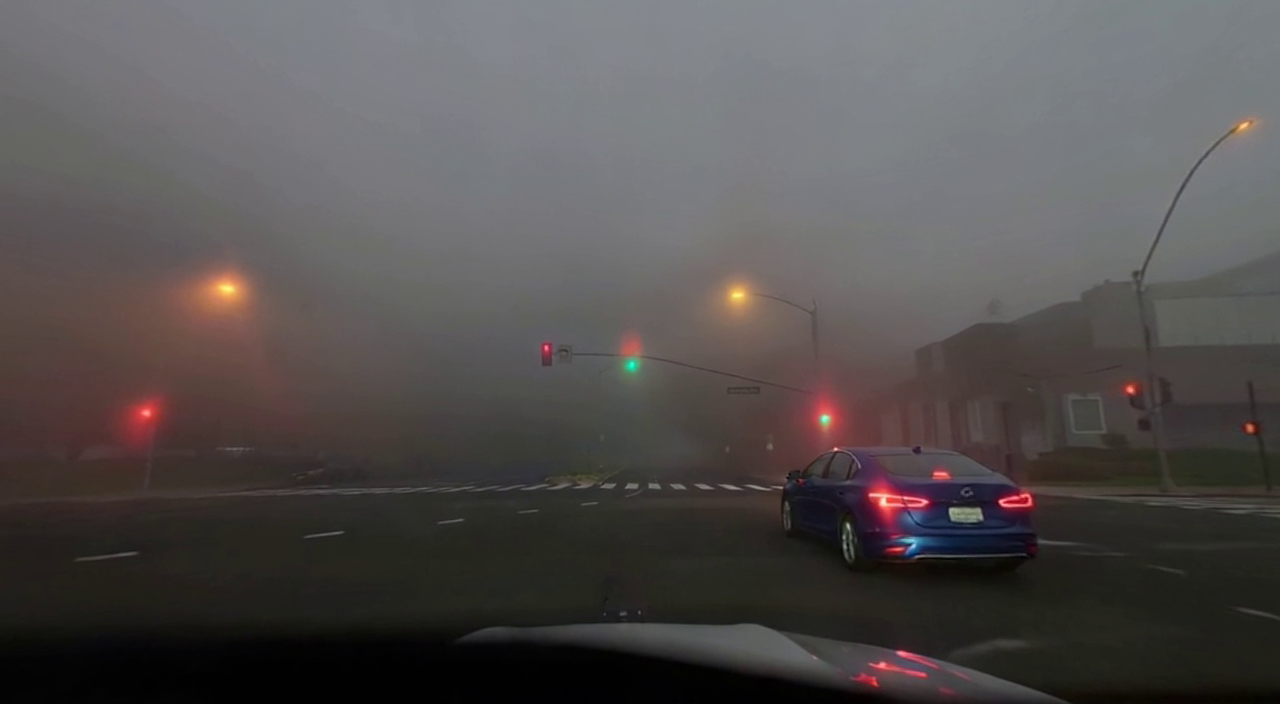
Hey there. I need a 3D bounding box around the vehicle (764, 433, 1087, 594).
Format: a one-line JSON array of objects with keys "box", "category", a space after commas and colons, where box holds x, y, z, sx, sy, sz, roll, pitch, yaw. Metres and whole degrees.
[{"box": [3.267, 1.942, 8.602, 2.089, 1.539, 4.767, 0, -9, -1], "category": "vehicle"}]
